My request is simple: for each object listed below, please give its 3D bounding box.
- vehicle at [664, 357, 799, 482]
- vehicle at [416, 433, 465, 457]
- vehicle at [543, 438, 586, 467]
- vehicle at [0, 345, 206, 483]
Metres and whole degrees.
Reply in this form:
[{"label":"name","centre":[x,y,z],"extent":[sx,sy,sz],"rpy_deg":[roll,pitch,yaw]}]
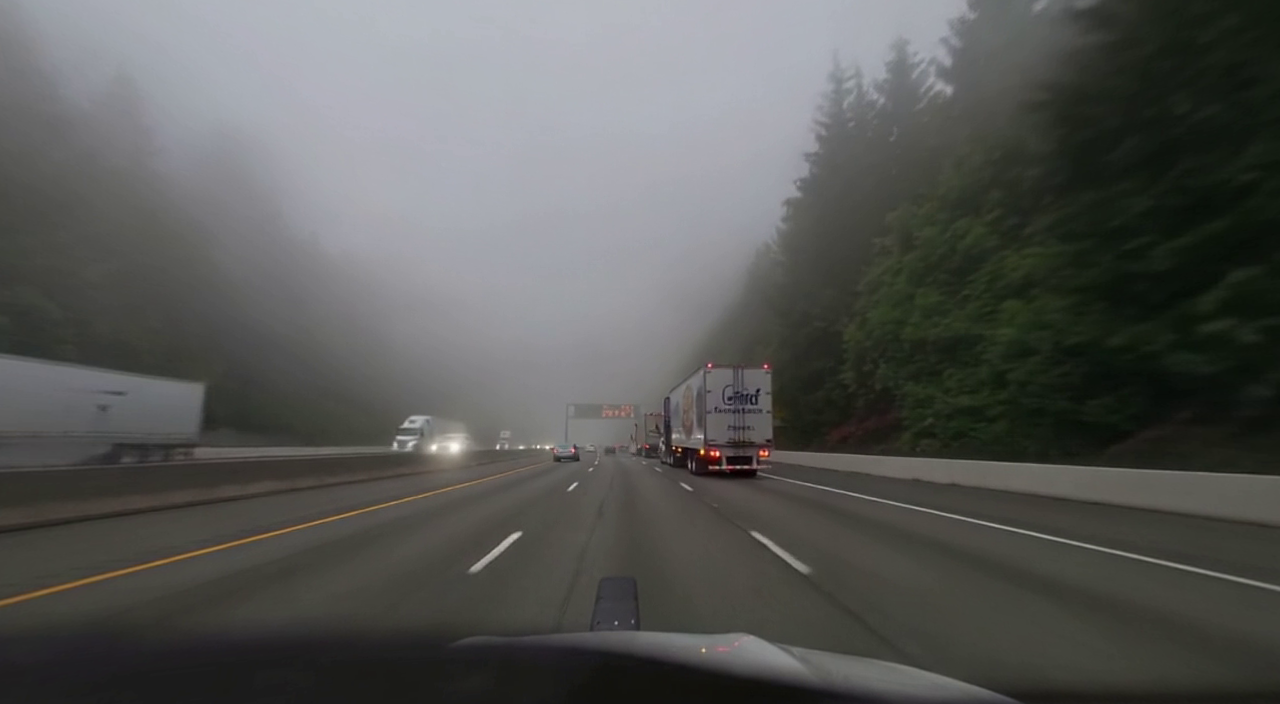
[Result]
[{"label":"vehicle","centre":[3.208,3.126,27.165],"extent":[3.116,3.992,13.748],"rpy_deg":[0,-8,-3]},{"label":"vehicle","centre":[-14.424,6.766,45.826],"extent":[2.080,1.652,5.232],"rpy_deg":[0,-8,-2]},{"label":"vehicle","centre":[-4.523,6.082,38.420],"extent":[2.206,1.644,4.027],"rpy_deg":[0,-8,-1]},{"label":"vehicle","centre":[-20.621,2.139,20.654],"extent":[3.146,4.061,14.094],"rpy_deg":[0,-8,-2]}]
